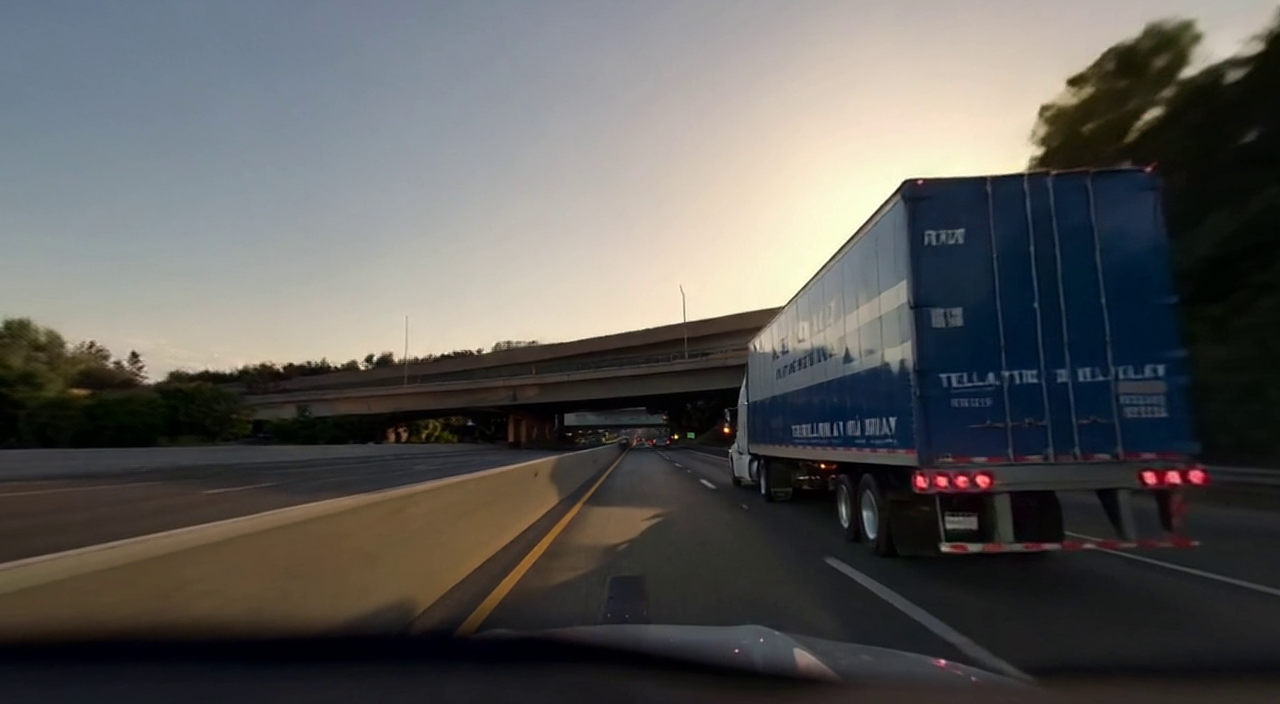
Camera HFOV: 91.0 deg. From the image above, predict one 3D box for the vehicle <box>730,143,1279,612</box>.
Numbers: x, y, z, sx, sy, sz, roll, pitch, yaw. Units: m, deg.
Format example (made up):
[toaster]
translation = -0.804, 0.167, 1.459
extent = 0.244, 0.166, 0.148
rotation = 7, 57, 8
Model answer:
[vehicle]
translation = 4.198, 1.122, 12.475
extent = 3.006, 4.093, 14.142
rotation = 0, -8, 1
